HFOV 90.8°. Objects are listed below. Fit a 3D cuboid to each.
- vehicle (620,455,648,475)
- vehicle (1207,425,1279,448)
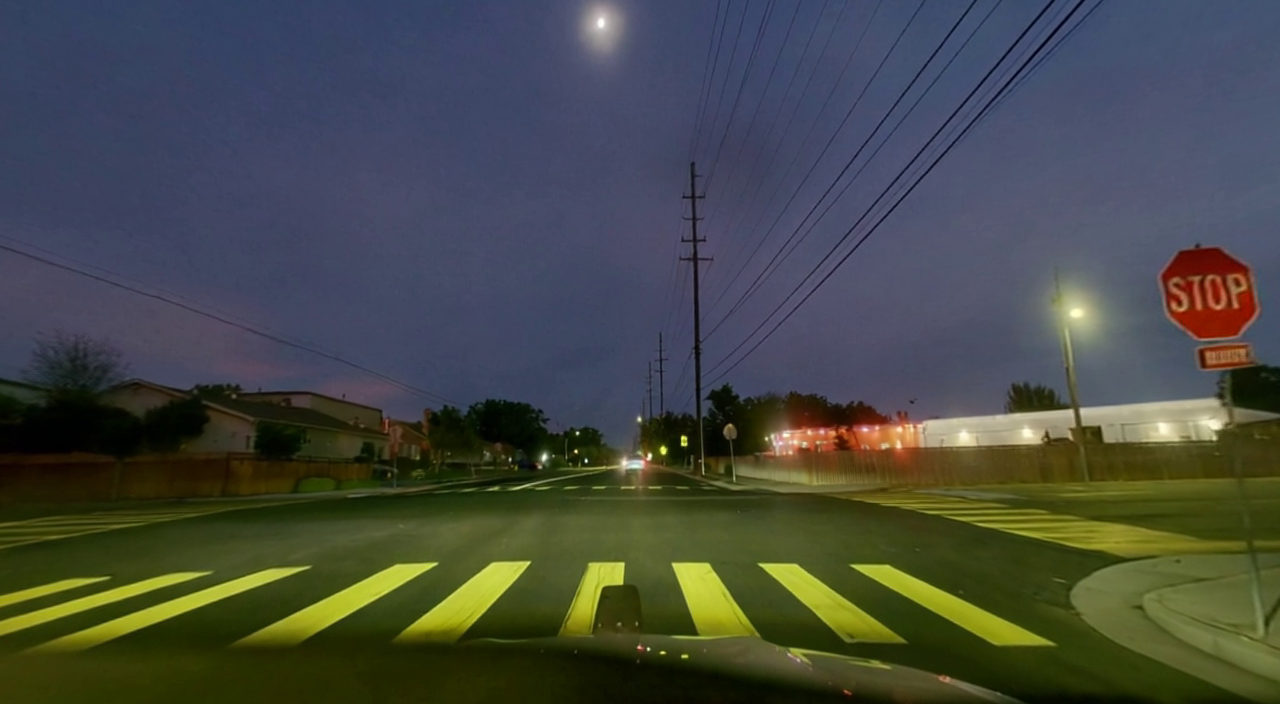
[{"bbox_3d":[-0.474,8.803,49.340,2.064,1.477,3.968,0,-9,0],"label":"vehicle"},{"bbox_3d":[44.588,6.116,45.670,2.251,1.596,5.193,0,-8,0],"label":"vehicle"}]
